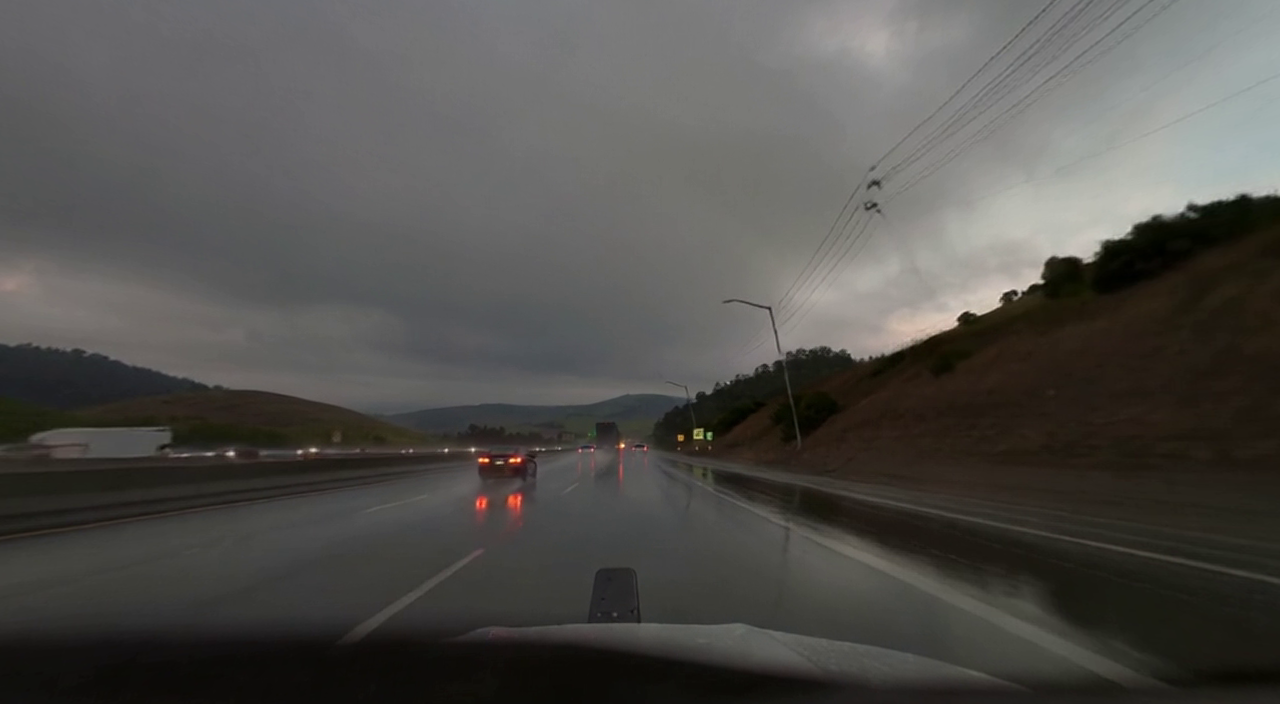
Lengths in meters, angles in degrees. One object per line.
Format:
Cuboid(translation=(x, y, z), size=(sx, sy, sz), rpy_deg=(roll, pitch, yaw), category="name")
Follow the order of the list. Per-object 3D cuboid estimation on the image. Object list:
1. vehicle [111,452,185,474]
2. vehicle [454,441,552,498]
Cuboid(translation=(-35.325, 7.933, 45.513), size=(1.854, 1.467, 4.391), rpy_deg=(0, -9, 0), category="vehicle")
Cuboid(translation=(-4.016, 3.515, 19.331), size=(1.963, 1.533, 4.477), rpy_deg=(0, -9, 0), category="vehicle")
